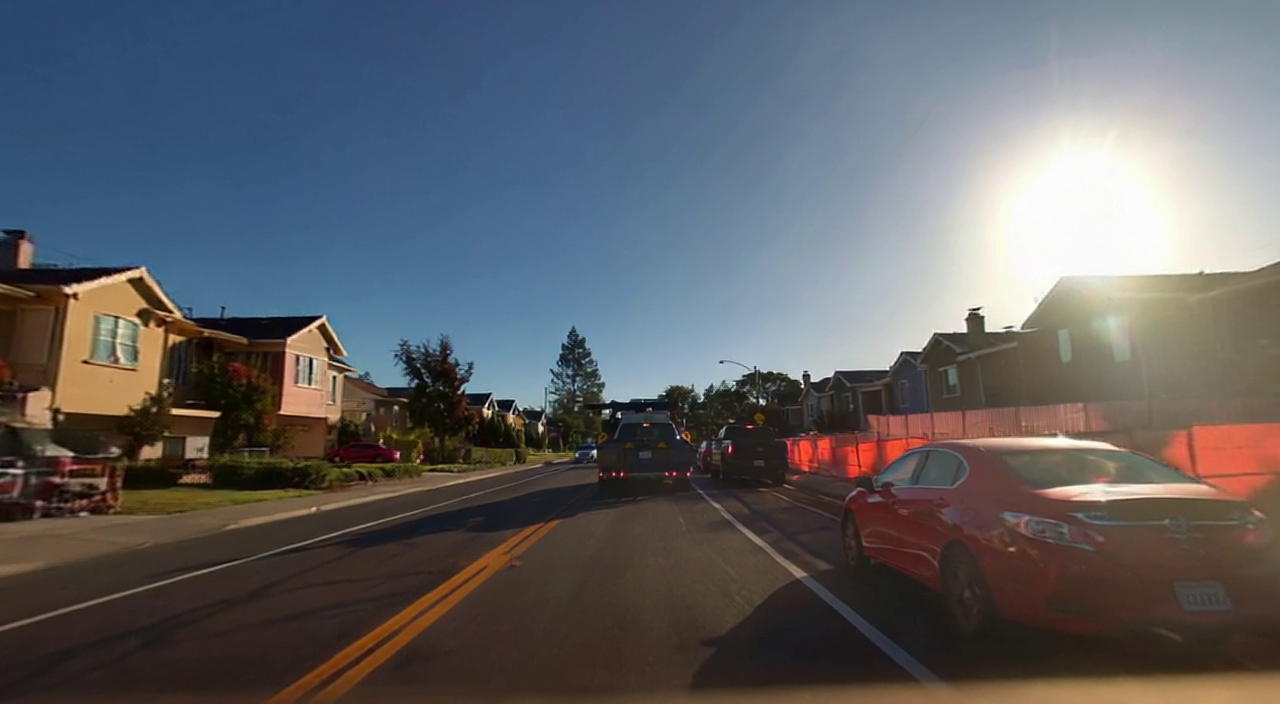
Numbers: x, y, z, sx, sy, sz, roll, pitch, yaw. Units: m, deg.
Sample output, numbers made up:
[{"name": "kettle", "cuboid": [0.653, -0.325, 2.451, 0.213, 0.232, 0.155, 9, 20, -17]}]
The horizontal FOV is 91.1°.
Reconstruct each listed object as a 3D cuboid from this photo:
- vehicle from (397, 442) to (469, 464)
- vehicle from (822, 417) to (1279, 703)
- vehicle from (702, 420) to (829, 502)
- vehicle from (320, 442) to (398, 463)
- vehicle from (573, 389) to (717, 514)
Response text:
[{"name": "vehicle", "cuboid": [-14.911, 7.280, 45.356, 4.490, 1.500, 1.875, 0, -9, -1]}, {"name": "vehicle", "cuboid": [3.199, 1.405, 5.310, 2.010, 1.499, 4.481, 0, -8, 0]}, {"name": "vehicle", "cuboid": [3.366, 3.098, 18.303, 2.486, 1.993, 5.667, 0, -8, 0]}, {"name": "vehicle", "cuboid": [-20.134, 7.232, 45.060, 4.706, 1.468, 1.817, -1, -9, 3]}, {"name": "vehicle", "cuboid": [0.172, 2.388, 15.298, 2.751, 2.361, 6.347, 0, -9, 1]}]
